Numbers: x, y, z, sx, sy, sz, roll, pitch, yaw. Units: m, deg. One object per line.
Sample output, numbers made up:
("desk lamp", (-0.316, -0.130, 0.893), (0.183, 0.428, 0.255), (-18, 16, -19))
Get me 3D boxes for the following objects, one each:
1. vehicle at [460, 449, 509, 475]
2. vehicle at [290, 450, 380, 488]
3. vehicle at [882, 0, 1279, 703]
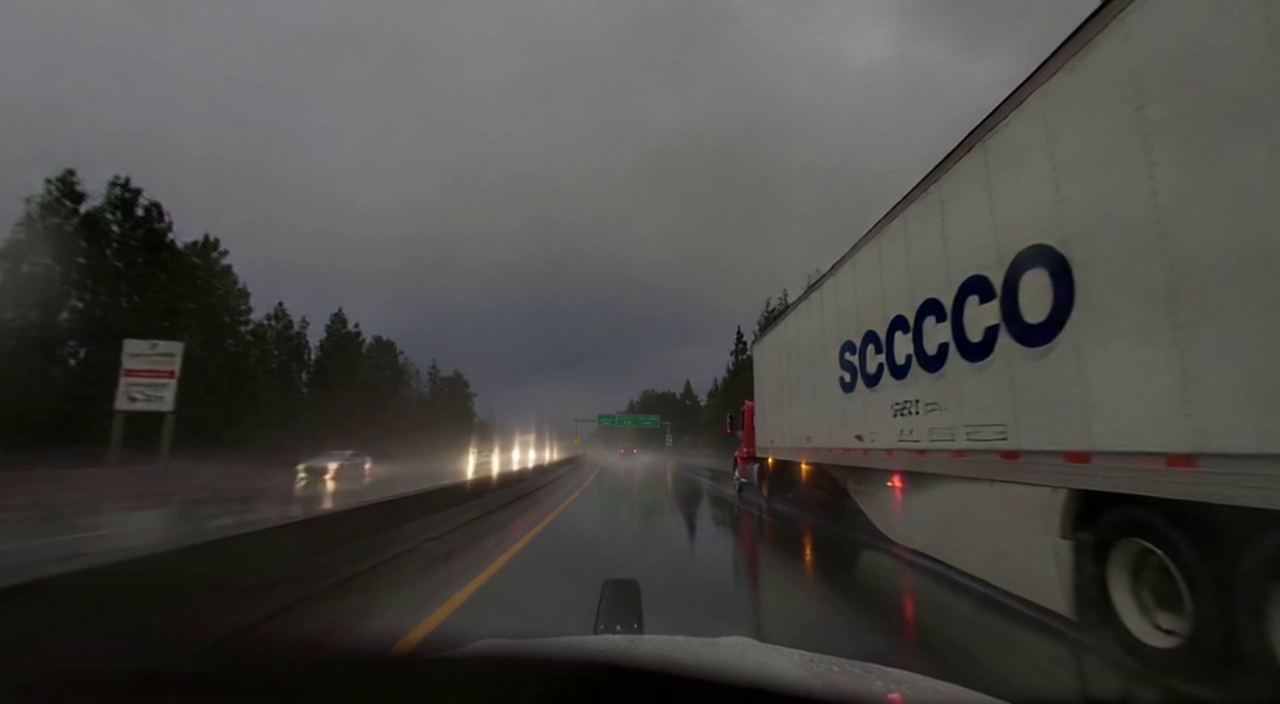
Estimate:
("vehicle", (-10.009, 7.108, 40.780), (2.095, 1.529, 4.706), (0, -9, -1))
("vehicle", (-13.283, 5.080, 27.609), (1.832, 1.481, 4.339), (0, -9, 0))
("vehicle", (4.500, -0.219, 3.433), (2.892, 3.928, 8.380), (0, -9, 0))
